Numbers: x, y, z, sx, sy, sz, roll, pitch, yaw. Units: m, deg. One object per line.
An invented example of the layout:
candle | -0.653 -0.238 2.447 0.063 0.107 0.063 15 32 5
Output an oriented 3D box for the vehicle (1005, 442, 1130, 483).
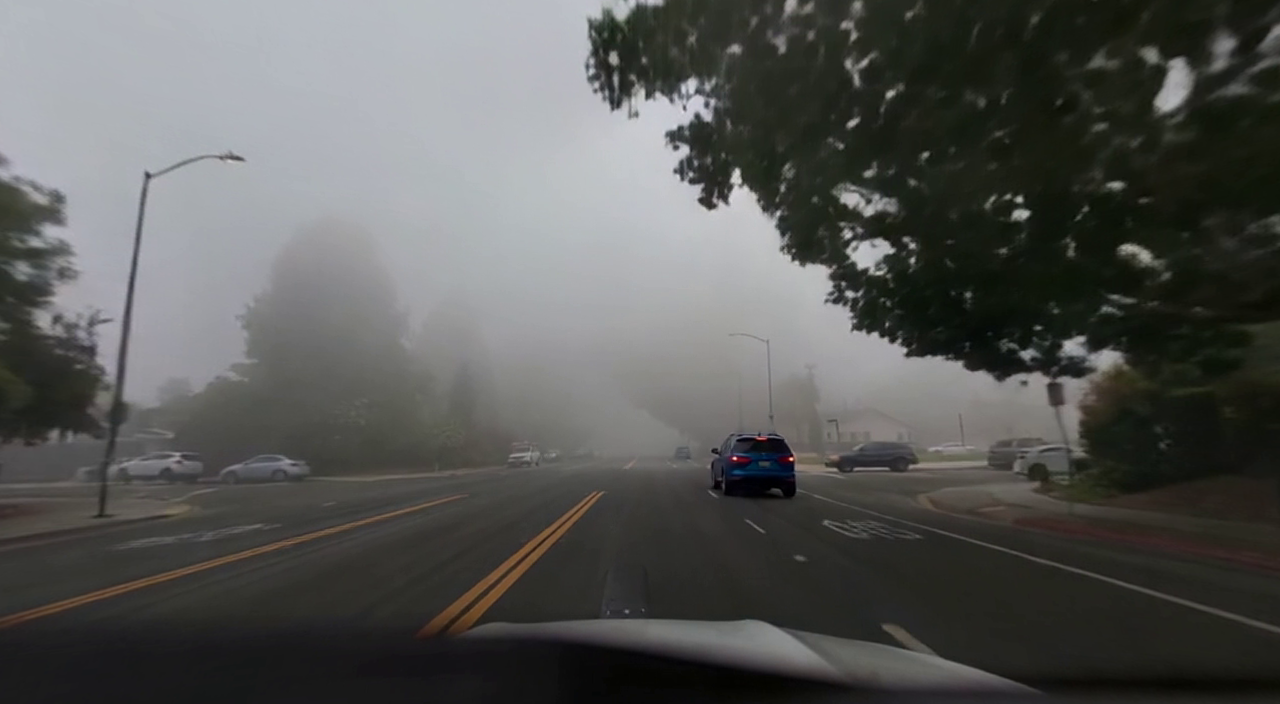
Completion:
vehicle | 16.548 4.276 24.536 3.467 1.520 1.801 0 -8 1

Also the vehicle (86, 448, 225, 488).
vehicle | -26.300 6.282 34.351 5.604 2.035 2.291 0 -9 0

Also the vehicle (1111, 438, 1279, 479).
vehicle | 21.877 4.156 24.754 5.051 1.527 1.968 -1 -8 2

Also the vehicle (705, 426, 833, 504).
vehicle | 3.444 3.187 18.289 2.497 1.889 5.833 0 -8 0

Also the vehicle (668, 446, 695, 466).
vehicle | 3.105 7.940 48.370 1.956 1.492 4.425 0 -8 2

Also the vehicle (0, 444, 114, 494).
vehicle | -24.029 4.574 24.859 4.644 1.781 2.084 0 -6 1

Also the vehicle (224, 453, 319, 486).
vehicle | -20.079 6.411 34.474 3.986 1.665 1.888 0 -9 1

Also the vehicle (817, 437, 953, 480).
vehicle | 11.674 5.091 30.295 5.539 1.729 2.145 -2 -8 -3
